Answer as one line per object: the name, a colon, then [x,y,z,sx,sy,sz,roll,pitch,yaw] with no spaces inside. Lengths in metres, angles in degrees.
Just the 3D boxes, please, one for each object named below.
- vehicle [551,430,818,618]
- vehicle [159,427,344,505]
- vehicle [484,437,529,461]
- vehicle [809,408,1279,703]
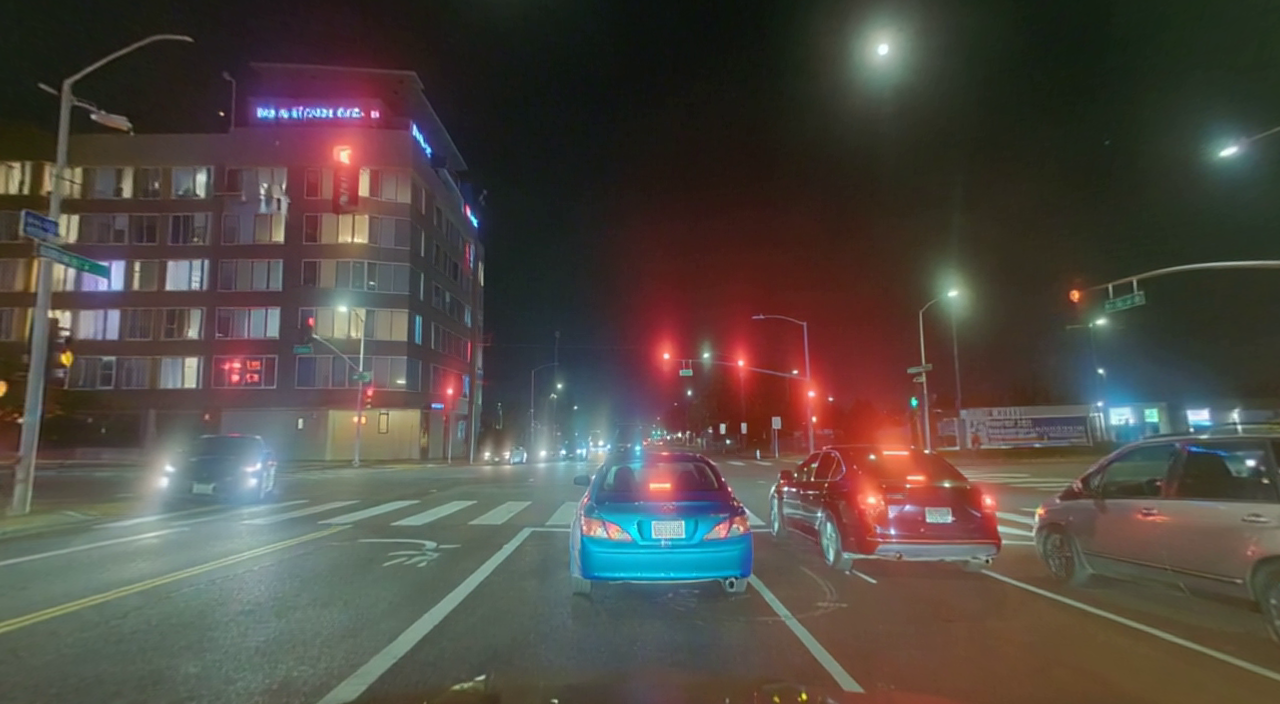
vehicle: [0.252,1.670,7.129,2.132,1.464,4.089,0,-8,-3]
vehicle: [-11.263,3.167,18.067,5.998,1.889,2.338,-6,-10,37]
vehicle: [-9.284,6.770,44.062,2.030,1.596,3.912,-1,-8,4]
vehicle: [2.816,1.282,4.554,1.961,1.498,4.356,0,-8,0]
